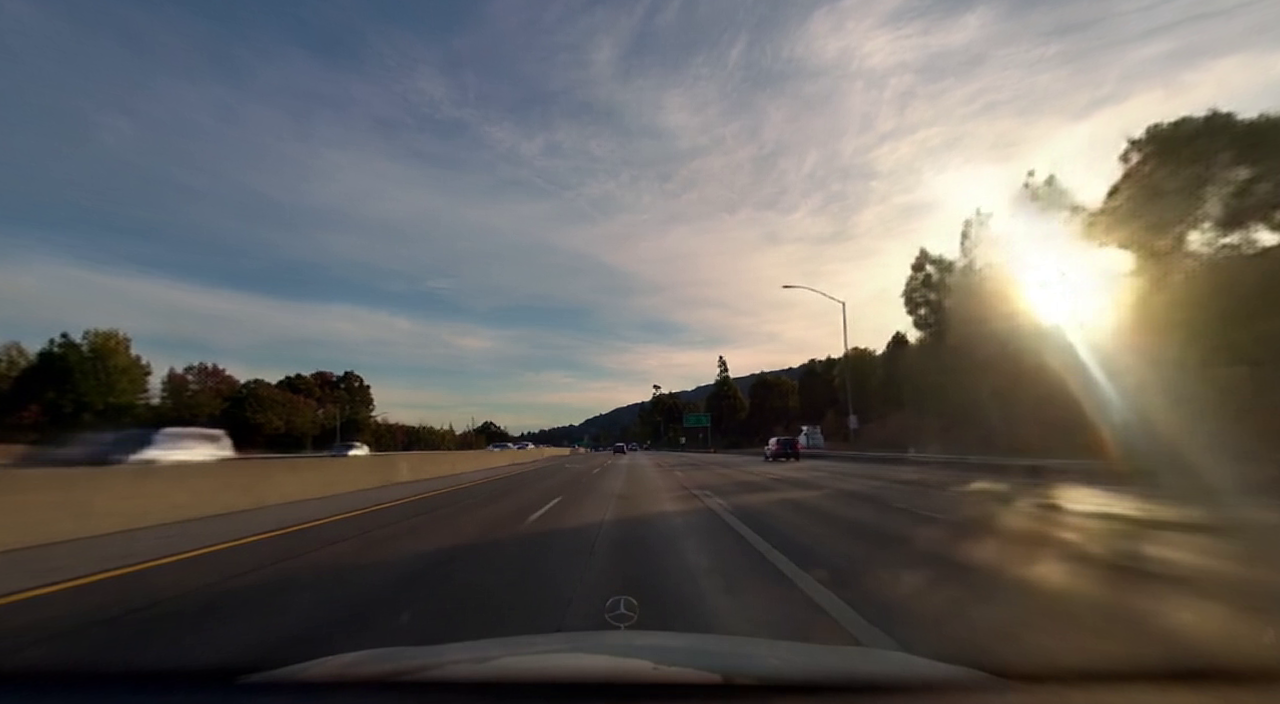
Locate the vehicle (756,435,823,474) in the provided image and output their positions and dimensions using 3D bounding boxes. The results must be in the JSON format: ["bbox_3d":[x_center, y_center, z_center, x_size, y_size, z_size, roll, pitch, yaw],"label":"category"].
[{"bbox_3d":[6.954,4.825,29.823,2.081,1.705,3.926,0,-9,-1],"label":"vehicle"}]

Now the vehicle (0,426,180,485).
[{"bbox_3d":[-17.443,3.267,20.141,2.118,1.625,4.530,0,-9,0],"label":"vehicle"}]
